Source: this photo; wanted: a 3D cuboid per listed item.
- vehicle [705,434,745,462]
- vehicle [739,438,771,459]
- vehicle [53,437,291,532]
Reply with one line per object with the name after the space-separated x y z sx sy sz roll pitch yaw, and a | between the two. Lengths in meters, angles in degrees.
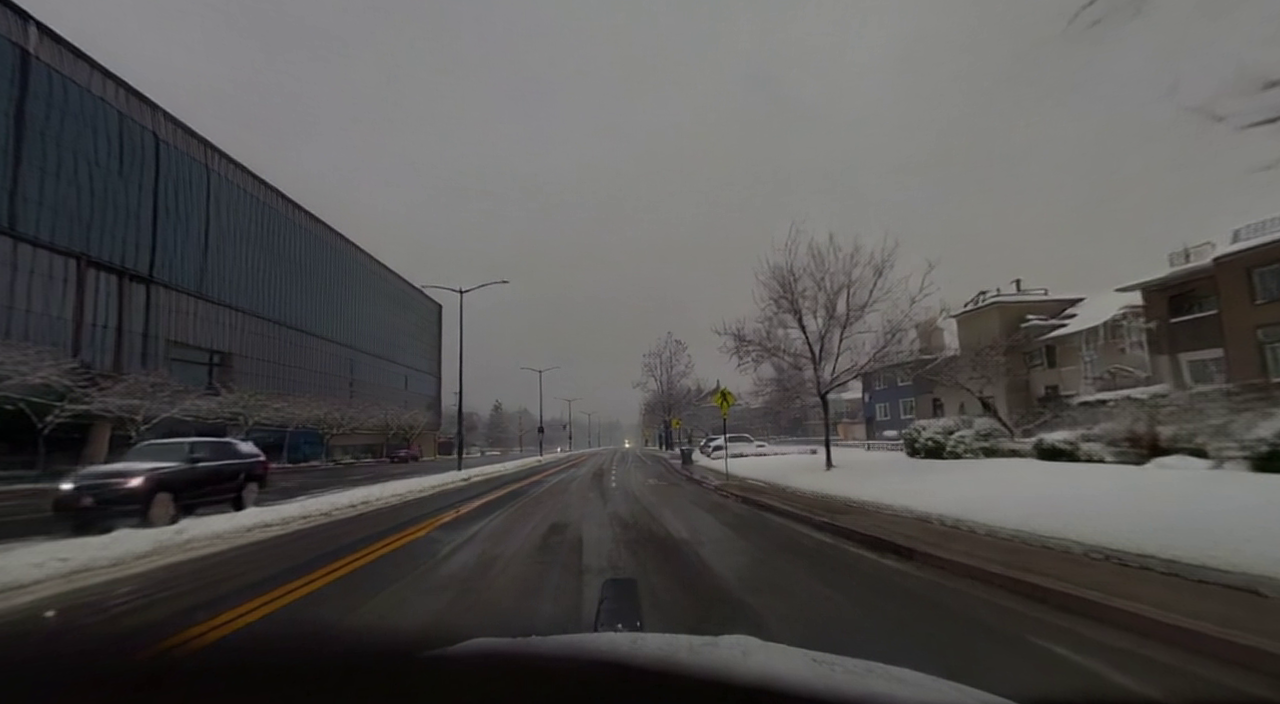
6.379 7.287 47.956 2.160 1.944 5.086 0 -8 -2 | vehicle
8.829 7.423 48.587 1.842 1.535 3.638 0 -9 2 | vehicle
-10.014 2.813 14.130 1.988 1.755 4.568 1 -9 -3 | vehicle
